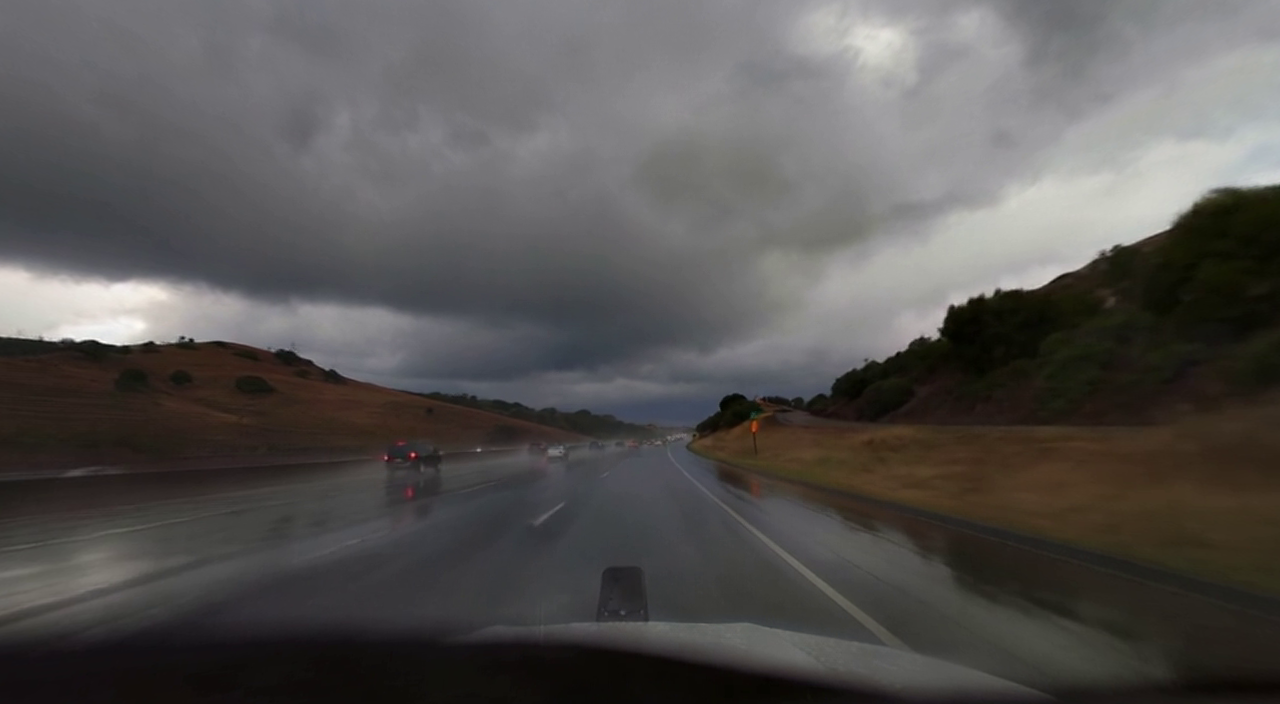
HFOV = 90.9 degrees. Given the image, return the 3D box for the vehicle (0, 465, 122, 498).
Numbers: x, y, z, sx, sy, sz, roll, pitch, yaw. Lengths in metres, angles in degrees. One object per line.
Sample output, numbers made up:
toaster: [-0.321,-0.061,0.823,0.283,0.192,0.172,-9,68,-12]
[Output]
vehicle: [-36.222,8.052,39.535,2.180,1.737,6.134,0,-9,1]

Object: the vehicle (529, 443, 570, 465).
vehicle: [-6.356,7.189,44.547,2.107,1.484,4.449,-1,-9,2]

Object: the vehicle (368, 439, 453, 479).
vehicle: [-10.398,4.884,28.984,2.122,1.695,4.437,-1,-9,2]
